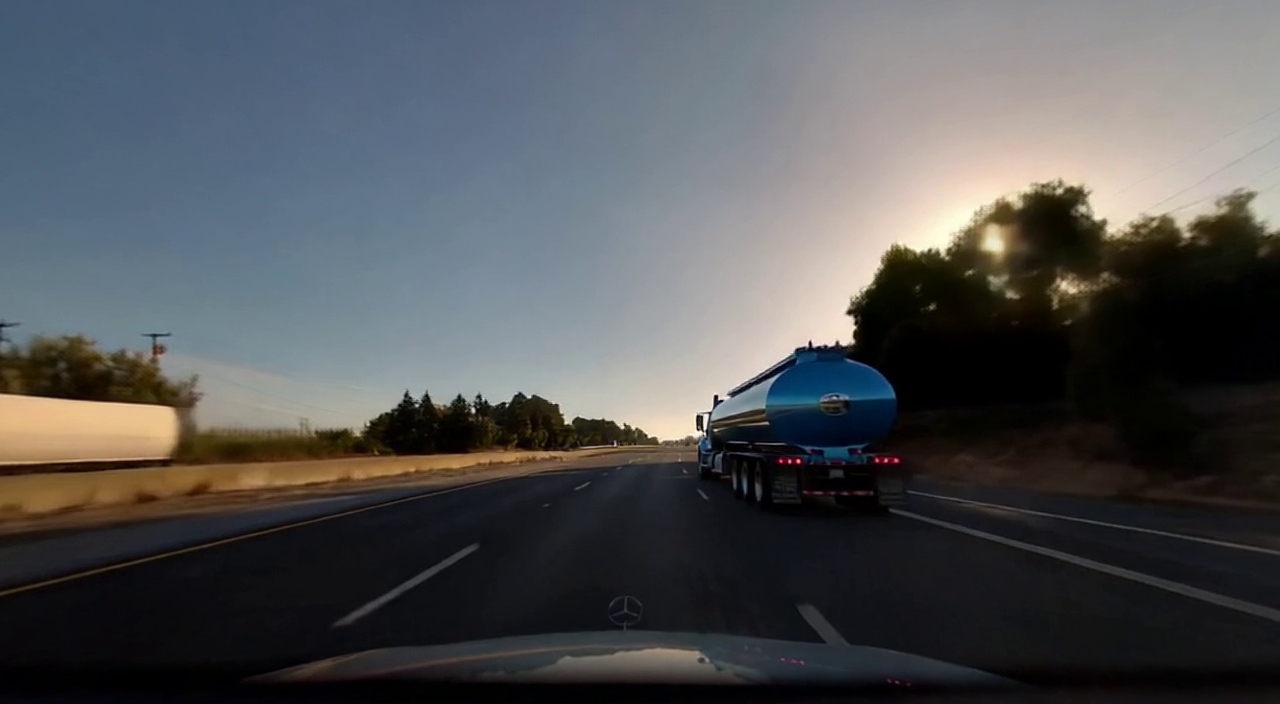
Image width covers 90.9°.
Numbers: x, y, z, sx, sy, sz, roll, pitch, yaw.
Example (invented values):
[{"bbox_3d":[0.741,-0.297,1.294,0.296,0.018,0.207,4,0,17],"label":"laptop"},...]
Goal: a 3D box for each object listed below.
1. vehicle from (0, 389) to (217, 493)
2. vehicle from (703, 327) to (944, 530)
[{"bbox_3d":[-24.646,4.185,29.530,2.789,4.030,9.306,-1,-8,3],"label":"vehicle"},{"bbox_3d":[3.968,2.397,18.455,2.880,3.624,14.397,0,-8,1],"label":"vehicle"}]
